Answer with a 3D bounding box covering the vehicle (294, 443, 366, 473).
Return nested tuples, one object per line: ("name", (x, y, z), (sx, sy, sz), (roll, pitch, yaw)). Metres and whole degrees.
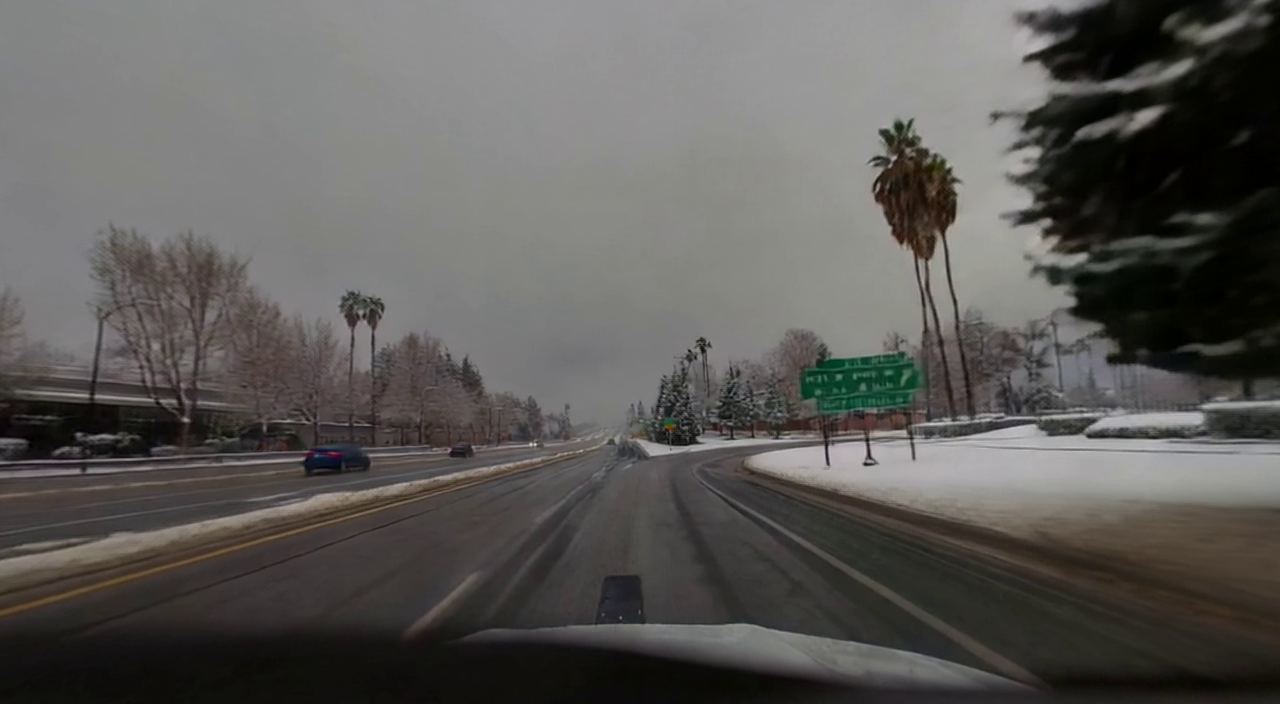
("vehicle", (-18.997, 6.504, 38.801), (2.086, 1.706, 4.412), (0, -8, 1))
